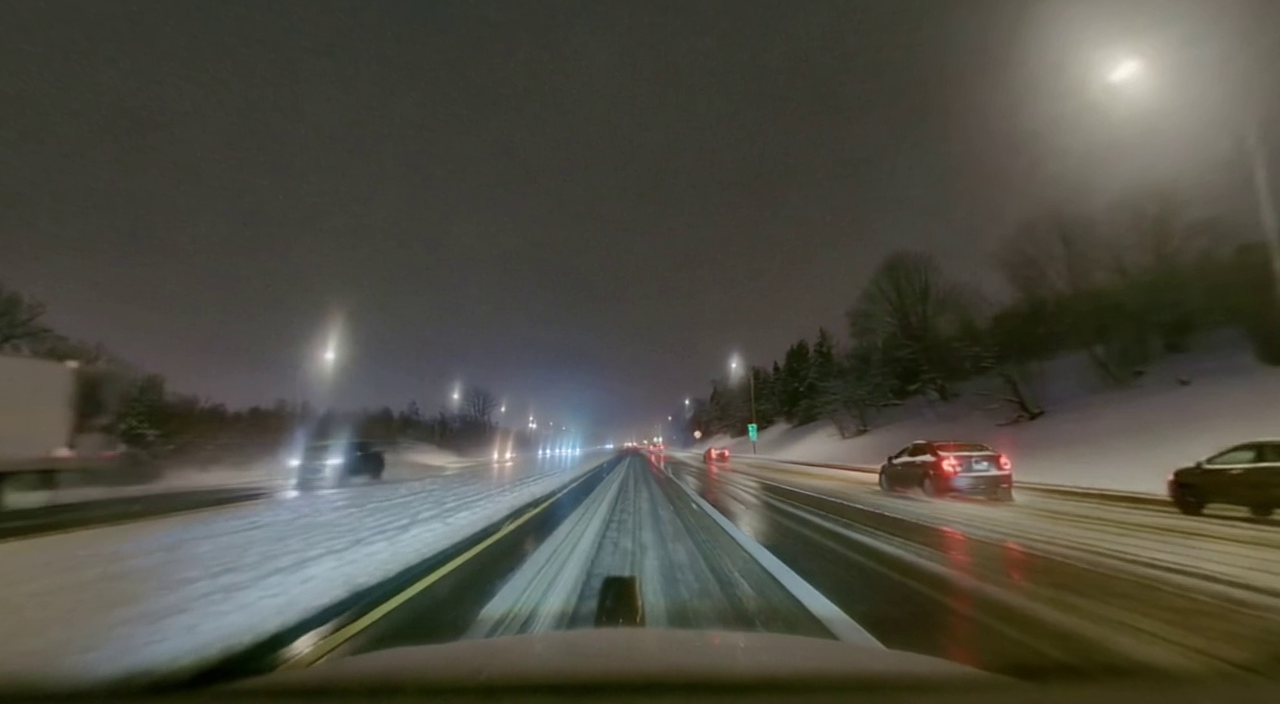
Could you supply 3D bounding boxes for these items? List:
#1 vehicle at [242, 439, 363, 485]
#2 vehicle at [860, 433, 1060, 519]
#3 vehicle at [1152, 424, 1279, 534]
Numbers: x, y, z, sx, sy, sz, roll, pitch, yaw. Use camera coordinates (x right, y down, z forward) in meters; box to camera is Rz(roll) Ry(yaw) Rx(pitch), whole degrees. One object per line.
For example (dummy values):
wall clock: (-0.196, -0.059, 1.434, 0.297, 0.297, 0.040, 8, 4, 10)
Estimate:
vehicle: (-13.572, 4.443, 25.874, 2.009, 1.650, 5.269, 0, -9, 0)
vehicle: (6.691, 2.629, 13.961, 1.901, 1.548, 4.684, 0, -9, -1)
vehicle: (10.879, 1.950, 9.870, 2.068, 1.680, 4.361, -1, -8, 1)
